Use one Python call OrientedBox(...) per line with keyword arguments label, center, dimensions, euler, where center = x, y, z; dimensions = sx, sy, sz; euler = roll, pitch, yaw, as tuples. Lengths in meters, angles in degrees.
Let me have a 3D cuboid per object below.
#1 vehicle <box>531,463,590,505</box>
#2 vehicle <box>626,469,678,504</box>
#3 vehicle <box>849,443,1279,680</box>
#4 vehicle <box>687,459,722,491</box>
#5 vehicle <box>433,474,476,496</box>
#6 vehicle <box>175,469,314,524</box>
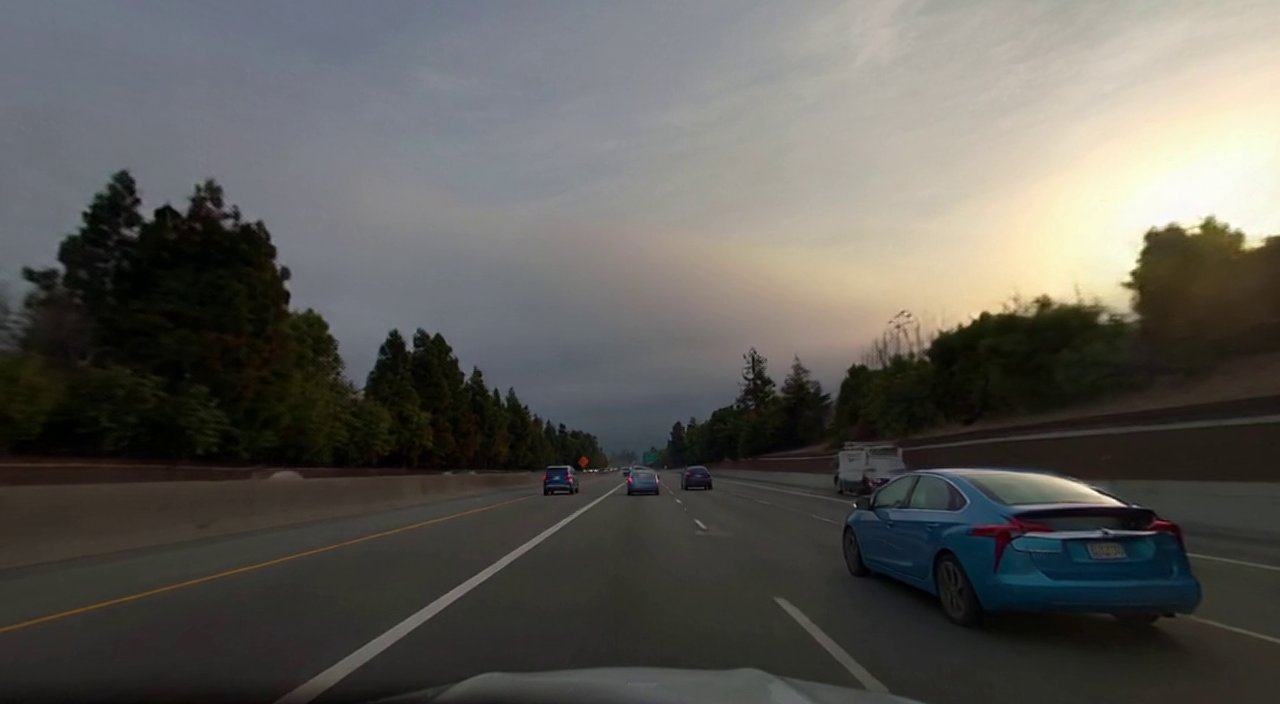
OrientedBox(label="vehicle", center=(-3.540, 5.968, 28.754), dimensions=(2.021, 1.706, 4.247), euler=(1, -10, 1))
OrientedBox(label="vehicle", center=(0.528, 6.173, 29.105), dimensions=(2.241, 1.425, 3.973), euler=(1, -10, 1))
OrientedBox(label="vehicle", center=(3.698, 1.769, 6.231), dimensions=(1.938, 1.561, 3.786), euler=(1, -10, 0))
OrientedBox(label="vehicle", center=(4.562, 8.774, 45.011), dimensions=(2.030, 2.172, 3.621), euler=(1, -10, -1))
OrientedBox(label="vehicle", center=(-13.991, 10.037, 47.772), dimensions=(1.814, 1.486, 4.645), euler=(1, -10, 0))
OrientedBox(label="vehicle", center=(-13.185, 4.810, 21.398), dimensions=(1.921, 1.633, 4.323), euler=(1, -10, -1))
